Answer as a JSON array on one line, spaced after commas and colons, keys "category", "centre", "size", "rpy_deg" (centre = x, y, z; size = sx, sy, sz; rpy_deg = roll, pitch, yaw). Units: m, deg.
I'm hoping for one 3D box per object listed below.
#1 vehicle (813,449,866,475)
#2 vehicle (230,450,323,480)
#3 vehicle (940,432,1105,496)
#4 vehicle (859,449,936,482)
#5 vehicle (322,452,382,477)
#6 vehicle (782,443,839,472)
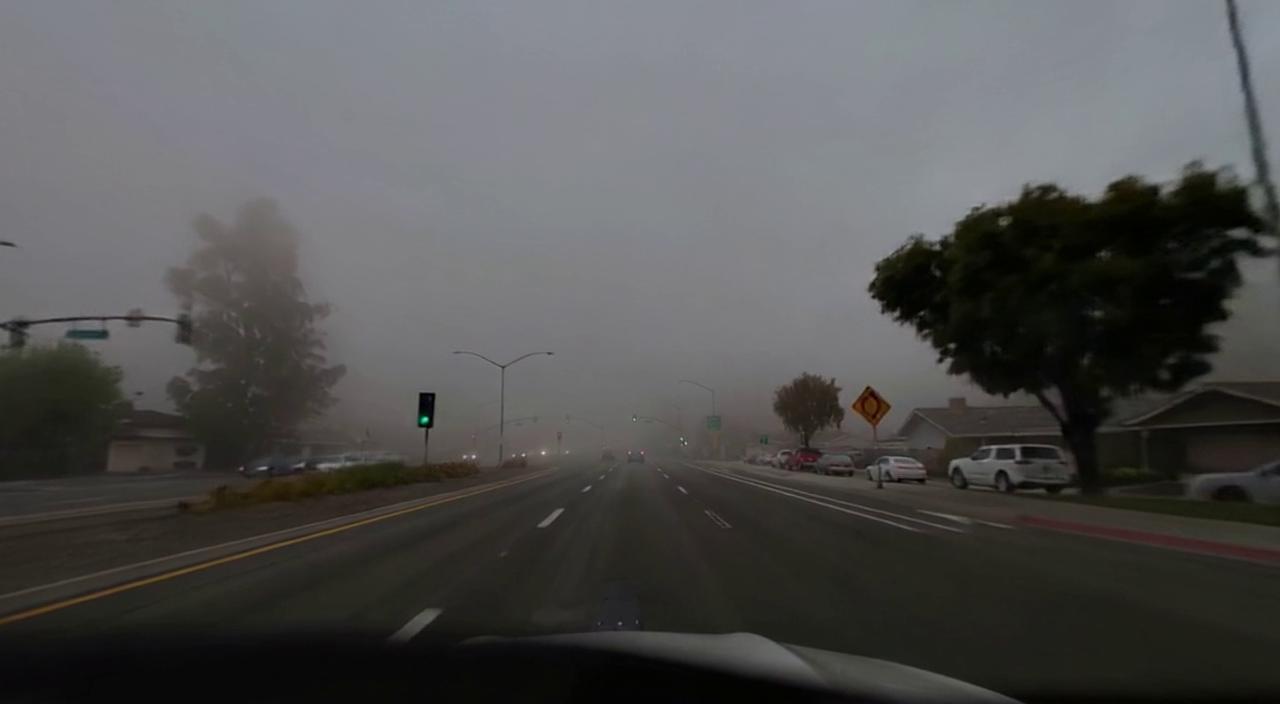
[{"category": "vehicle", "centre": [12.349, 6.835, 39.378], "size": [1.836, 1.448, 4.624], "rpy_deg": [-1, -9, 1]}, {"category": "vehicle", "centre": [-24.435, 7.604, 42.814], "size": [2.224, 1.795, 5.809], "rpy_deg": [-2, -9, 9]}, {"category": "vehicle", "centre": [13.138, 3.854, 22.230], "size": [2.047, 1.950, 5.112], "rpy_deg": [1, -9, -9]}, {"category": "vehicle", "centre": [12.728, 5.625, 31.608], "size": [1.916, 1.452, 4.651], "rpy_deg": [0, -9, 1]}, {"category": "vehicle", "centre": [-19.078, 7.449, 42.087], "size": [1.815, 1.468, 4.398], "rpy_deg": [0, -9, 1]}, {"category": "vehicle", "centre": [12.521, 7.844, 46.909], "size": [2.386, 1.919, 6.109], "rpy_deg": [-1, -10, -1]}]
